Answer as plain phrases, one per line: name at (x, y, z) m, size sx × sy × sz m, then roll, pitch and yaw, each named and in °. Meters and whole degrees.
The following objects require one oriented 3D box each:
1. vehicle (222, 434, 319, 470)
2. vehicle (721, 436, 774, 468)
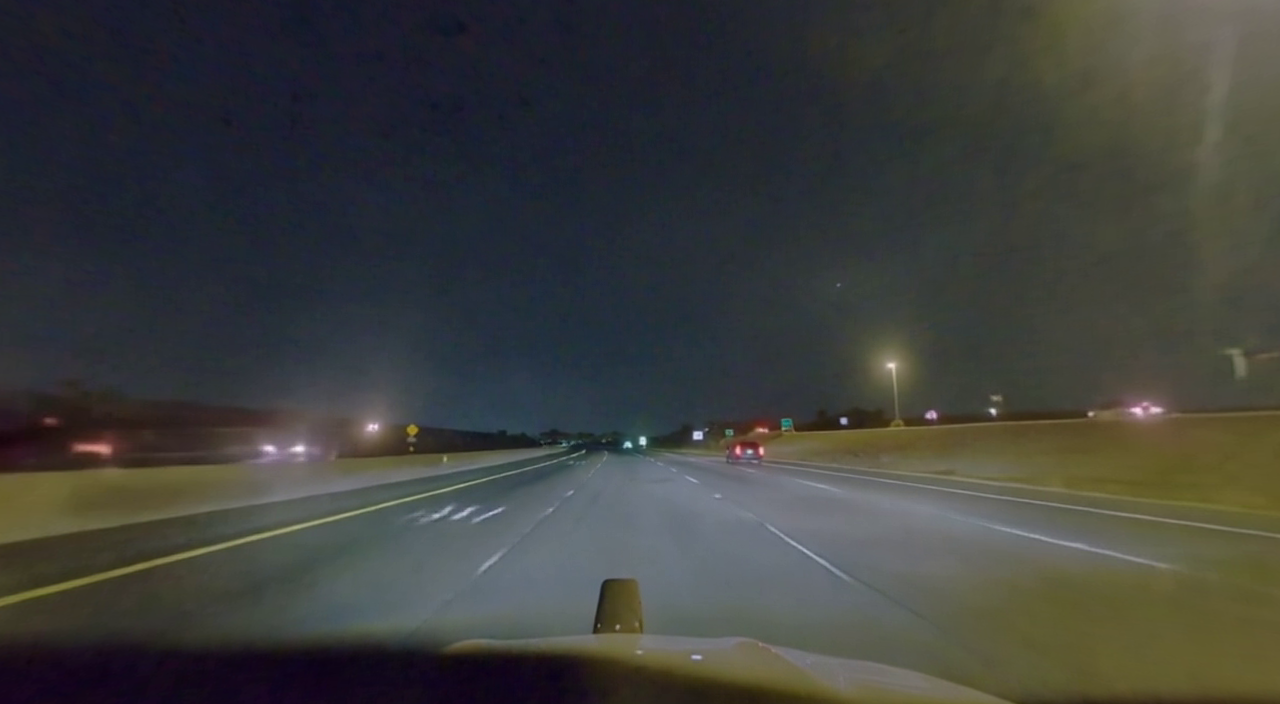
vehicle at (-18.192, 4.961, 31.426) m, size 1.924 × 1.597 × 4.899 m, roll 1°, pitch -9°, yaw -1°
vehicle at (6.146, 5.828, 36.757) m, size 2.104 × 1.723 × 4.538 m, roll 1°, pitch -9°, yaw -2°
